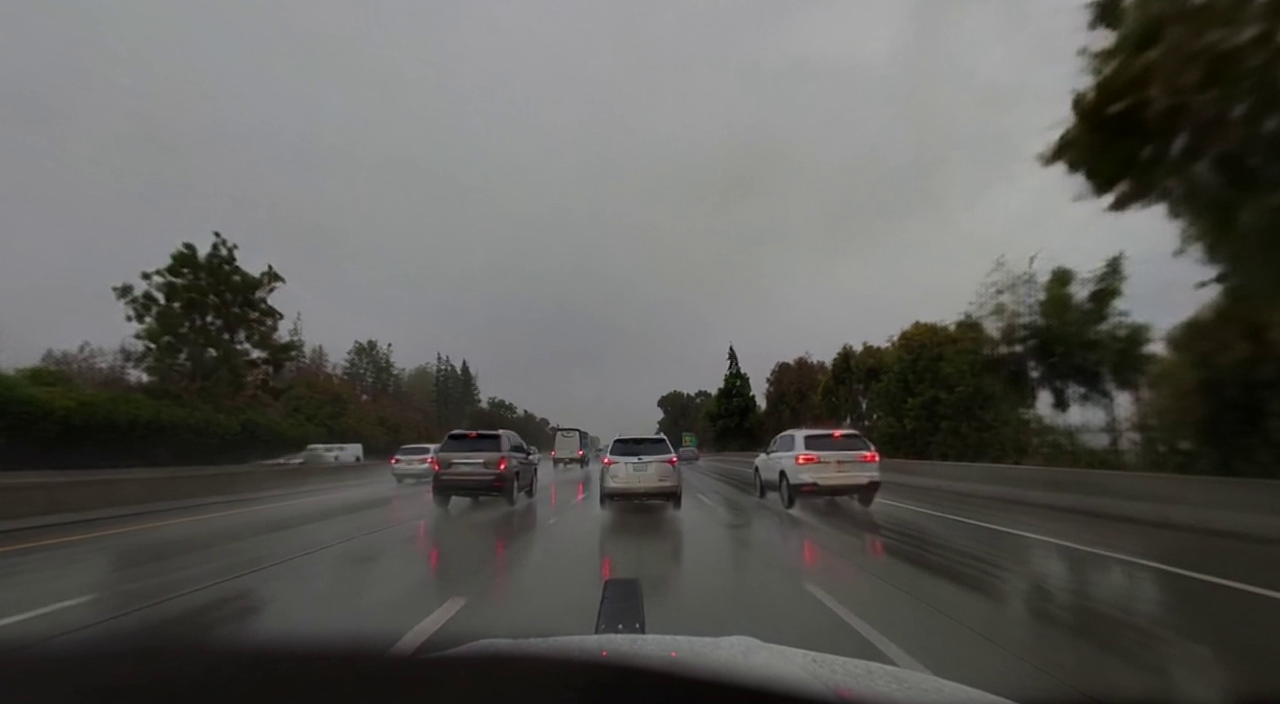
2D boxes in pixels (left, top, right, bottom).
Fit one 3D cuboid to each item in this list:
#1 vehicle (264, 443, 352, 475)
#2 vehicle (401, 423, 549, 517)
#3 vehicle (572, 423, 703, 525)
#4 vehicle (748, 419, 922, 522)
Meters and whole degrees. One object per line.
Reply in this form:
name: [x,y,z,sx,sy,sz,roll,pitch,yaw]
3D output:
vehicle: [-20.450,6.606,39.201,2.202,1.868,5.948,0,-9,1]
vehicle: [-3.502,2.602,14.350,2.142,1.808,4.266,0,-9,1]
vehicle: [-0.021,2.387,12.836,2.223,1.722,4.177,0,-9,1]
vehicle: [3.949,2.521,13.972,2.175,1.830,5.173,0,-9,0]
